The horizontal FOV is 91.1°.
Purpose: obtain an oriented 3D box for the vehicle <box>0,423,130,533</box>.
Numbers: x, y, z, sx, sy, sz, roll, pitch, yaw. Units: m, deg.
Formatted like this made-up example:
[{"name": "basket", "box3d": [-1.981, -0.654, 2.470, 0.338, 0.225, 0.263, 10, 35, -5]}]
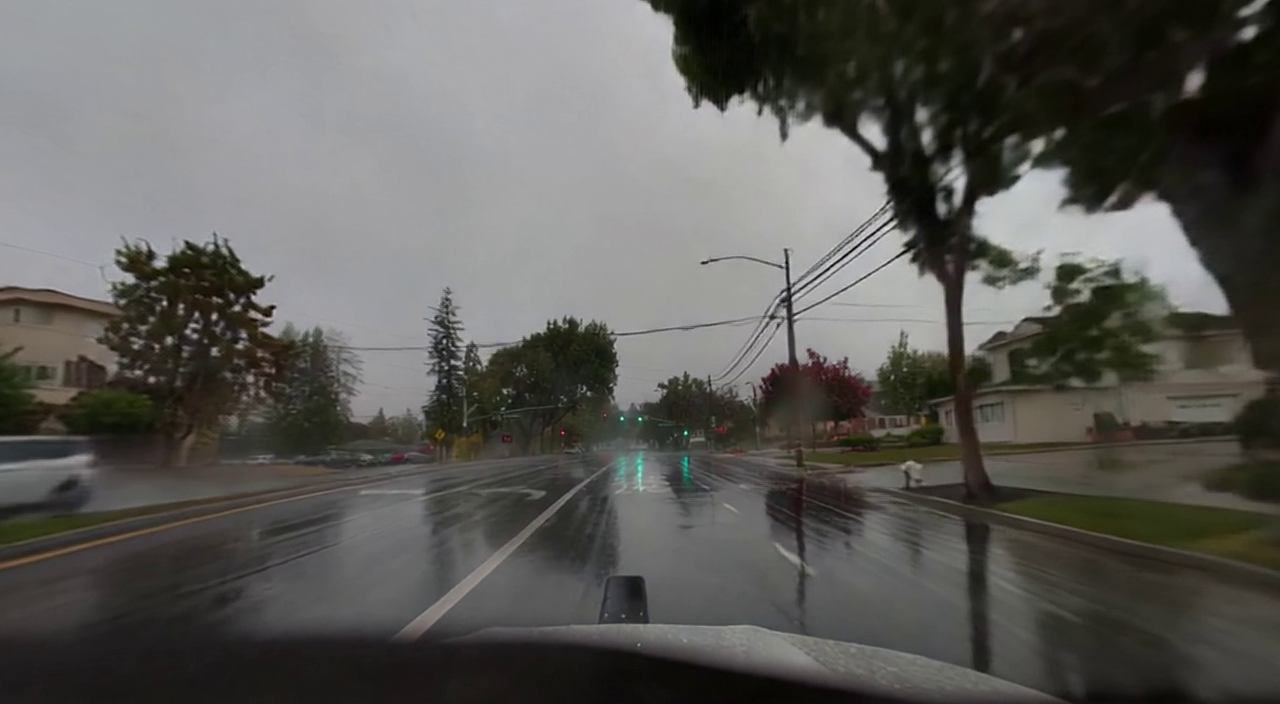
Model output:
[{"name": "vehicle", "box3d": [-11.915, 2.194, 10.938, 2.045, 1.847, 4.674, -1, -8, 0]}]
